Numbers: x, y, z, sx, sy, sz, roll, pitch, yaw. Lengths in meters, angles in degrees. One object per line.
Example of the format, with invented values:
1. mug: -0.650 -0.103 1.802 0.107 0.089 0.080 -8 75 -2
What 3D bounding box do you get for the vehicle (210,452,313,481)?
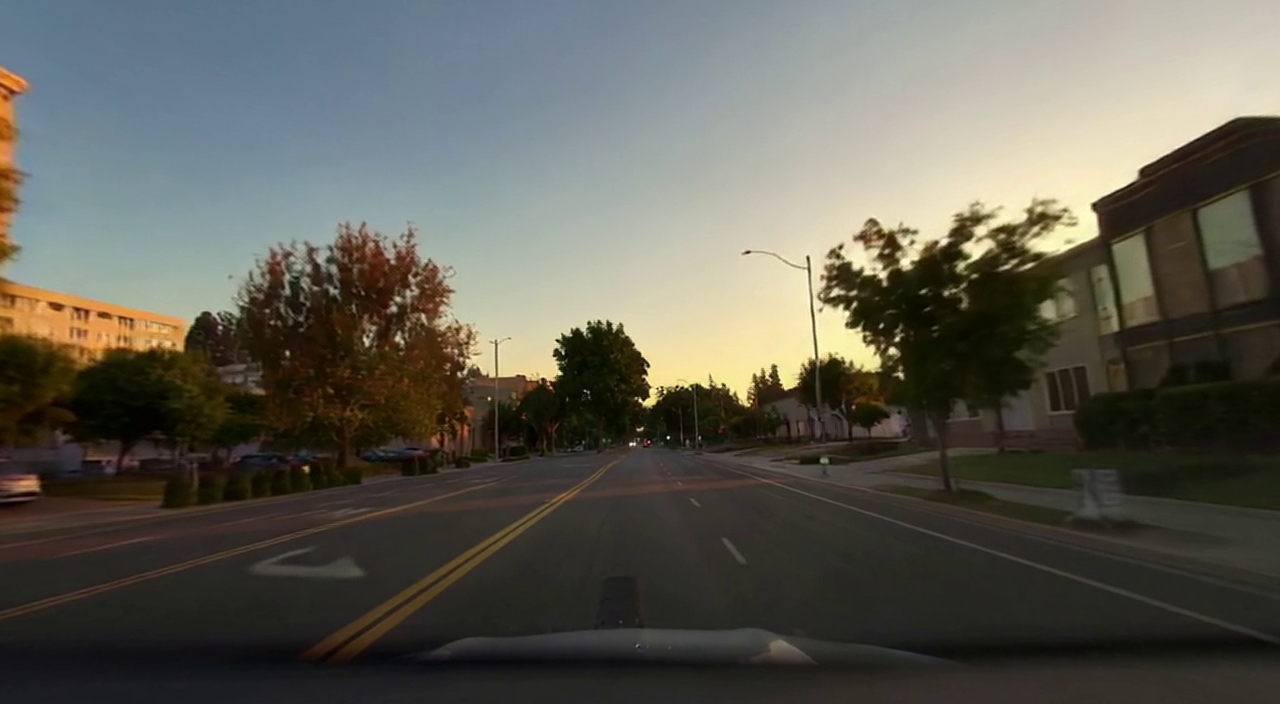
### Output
1. vehicle: -21.580 6.497 36.189 1.859 1.461 4.646 -8 -12 44
